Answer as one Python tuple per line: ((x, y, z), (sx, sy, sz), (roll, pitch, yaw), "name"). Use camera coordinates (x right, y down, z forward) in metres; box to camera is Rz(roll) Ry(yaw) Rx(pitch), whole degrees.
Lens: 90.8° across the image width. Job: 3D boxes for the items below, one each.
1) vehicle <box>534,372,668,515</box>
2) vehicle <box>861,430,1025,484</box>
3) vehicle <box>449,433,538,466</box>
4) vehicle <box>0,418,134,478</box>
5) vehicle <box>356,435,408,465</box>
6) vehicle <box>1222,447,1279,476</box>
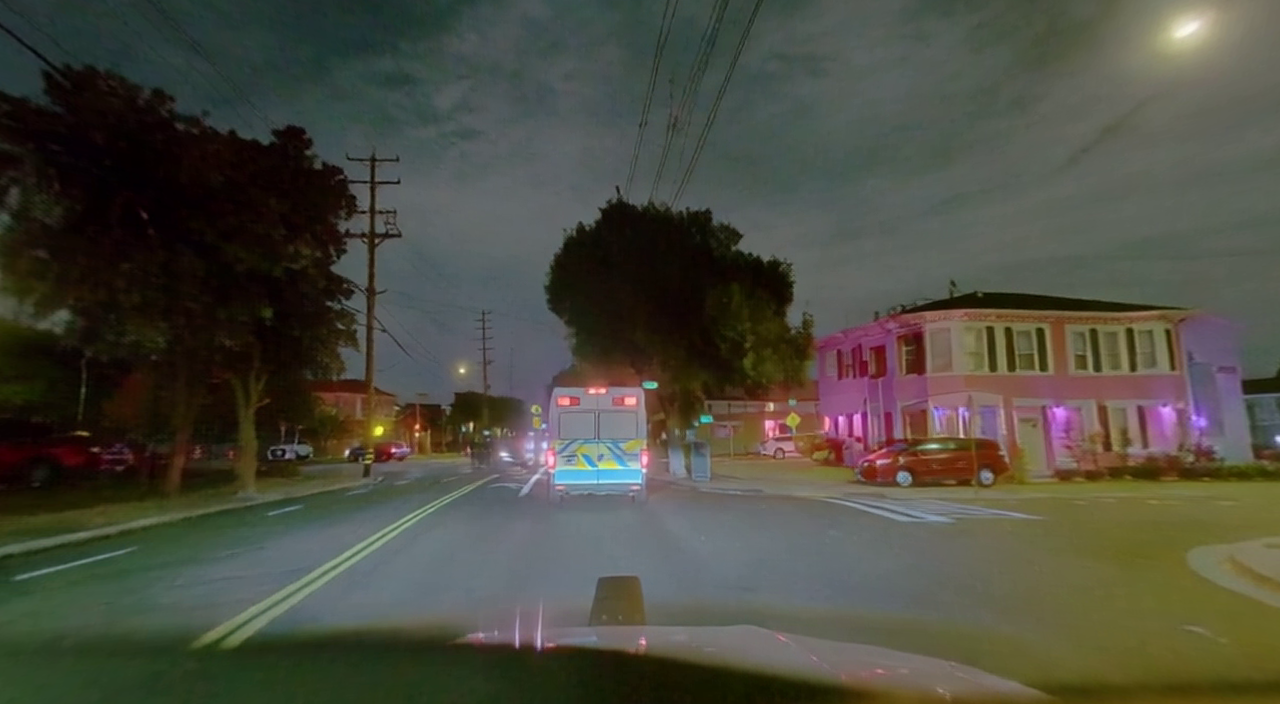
((-0.792, 2.081, 14.490), (2.444, 2.640, 5.482), (0, -8, -2), "vehicle")
((11.767, 4.133, 24.985), (5.270, 1.966, 2.329), (-1, -8, 8), "vehicle")
((-8.397, 5.645, 36.486), (4.502, 1.810, 2.056), (-1, -8, 8), "vehicle")
((-19.554, 2.973, 19.155), (5.910, 1.681, 2.579), (1, -11, -7), "vehicle")
((-16.686, 6.294, 40.721), (2.290, 1.776, 4.947), (5, -10, -30), "vehicle")
((37.621, 6.537, 37.895), (2.114, 1.588, 3.888), (-4, -9, 12), "vehicle")
